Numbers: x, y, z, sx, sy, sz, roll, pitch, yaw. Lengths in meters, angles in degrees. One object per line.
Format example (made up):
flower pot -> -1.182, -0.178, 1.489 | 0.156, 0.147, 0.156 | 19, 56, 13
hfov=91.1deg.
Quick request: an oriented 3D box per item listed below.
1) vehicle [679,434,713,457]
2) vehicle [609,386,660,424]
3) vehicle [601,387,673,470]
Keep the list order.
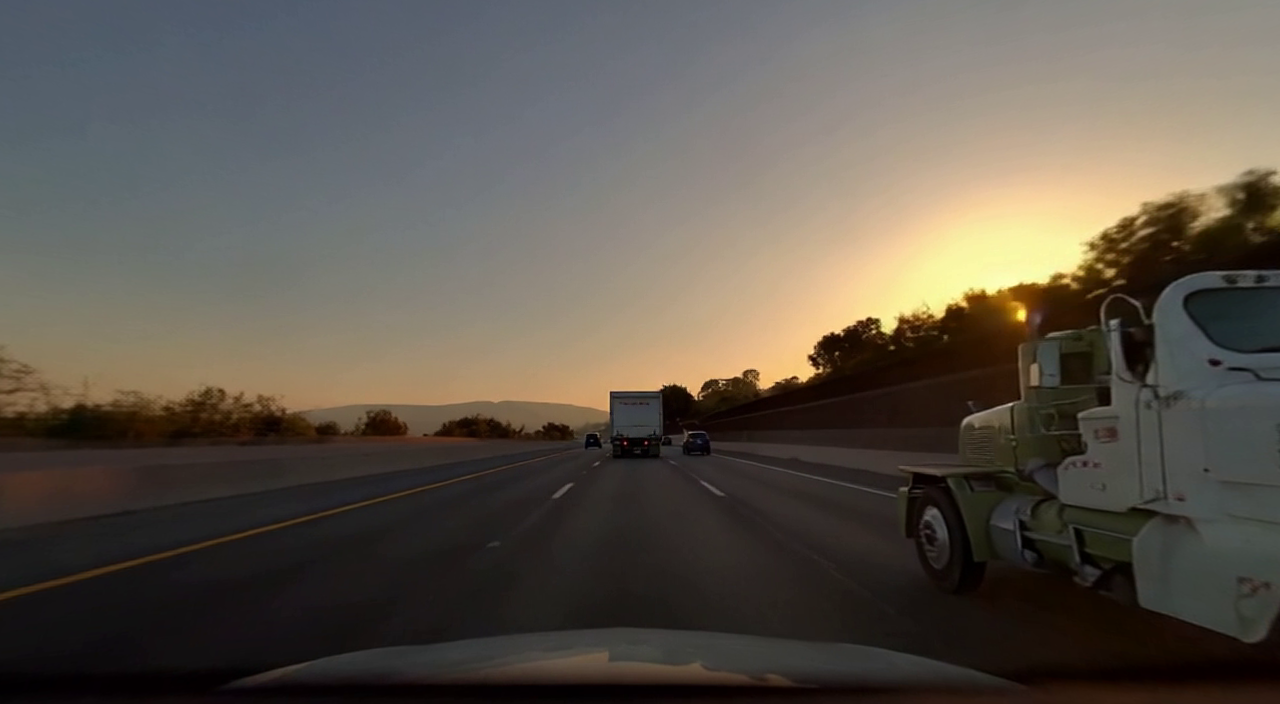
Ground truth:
vehicle -> 3.795, 6.418, 43.210 | 1.910, 1.492, 4.324 | 0, -8, -1
vehicle -> -0.234, 2.421, 28.121 | 2.112, 1.472, 4.240 | 0, -8, 0
vehicle -> -0.318, 4.007, 32.673 | 2.953, 3.406, 13.372 | 0, -7, -2
